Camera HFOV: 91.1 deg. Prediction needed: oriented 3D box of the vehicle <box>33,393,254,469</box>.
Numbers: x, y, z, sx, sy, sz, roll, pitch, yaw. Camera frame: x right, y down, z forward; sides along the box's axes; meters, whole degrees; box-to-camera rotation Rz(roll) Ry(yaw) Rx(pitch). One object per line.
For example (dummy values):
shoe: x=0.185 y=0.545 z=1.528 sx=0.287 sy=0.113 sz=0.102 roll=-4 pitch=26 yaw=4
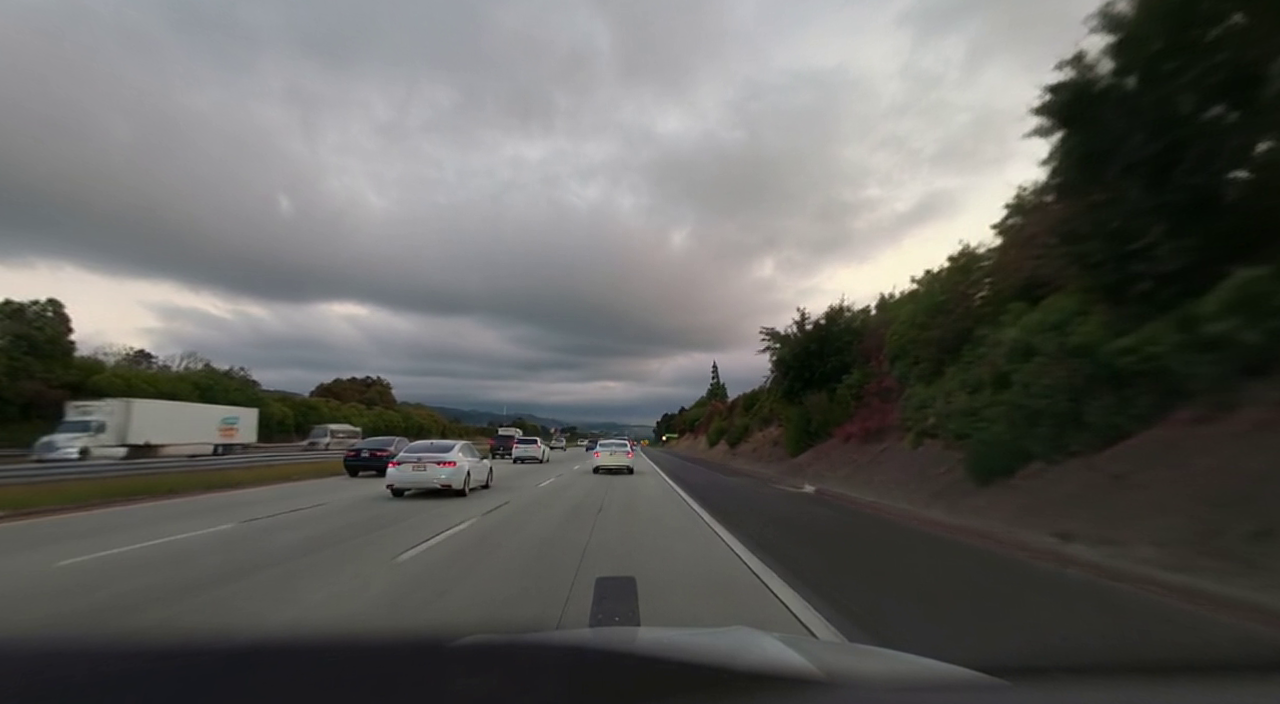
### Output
vehicle: x=-30.333 y=5.063 z=39.949 sx=3.235 sy=3.981 sz=13.558 roll=0 pitch=-8 yaw=-1

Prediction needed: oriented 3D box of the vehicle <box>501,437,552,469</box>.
vehicle: x=-5.461 y=4.870 z=30.645 sx=1.835 sy=1.432 sz=3.835 roll=0 pitch=-8 yaw=-1

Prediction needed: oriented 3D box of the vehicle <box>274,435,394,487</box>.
vehicle: x=-9.419 y=3.349 z=19.746 sx=1.850 sy=1.439 sz=3.932 roll=0 pitch=-8 yaw=-1

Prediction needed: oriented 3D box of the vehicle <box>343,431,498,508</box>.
vehicle: x=-4.713 y=2.553 z=14.297 sx=1.971 sy=1.464 sz=4.386 roll=0 pitch=-8 yaw=0

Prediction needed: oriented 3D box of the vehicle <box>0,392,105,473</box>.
vehicle: x=-30.078 y=4.074 z=31.902 sx=2.981 sy=3.860 sz=2.886 roll=0 pitch=-8 yaw=-2

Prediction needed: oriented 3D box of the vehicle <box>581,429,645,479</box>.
vehicle: x=-0.978 y=3.707 z=23.239 sx=2.178 sy=1.658 sz=3.916 roll=0 pitch=-8 yaw=-2
